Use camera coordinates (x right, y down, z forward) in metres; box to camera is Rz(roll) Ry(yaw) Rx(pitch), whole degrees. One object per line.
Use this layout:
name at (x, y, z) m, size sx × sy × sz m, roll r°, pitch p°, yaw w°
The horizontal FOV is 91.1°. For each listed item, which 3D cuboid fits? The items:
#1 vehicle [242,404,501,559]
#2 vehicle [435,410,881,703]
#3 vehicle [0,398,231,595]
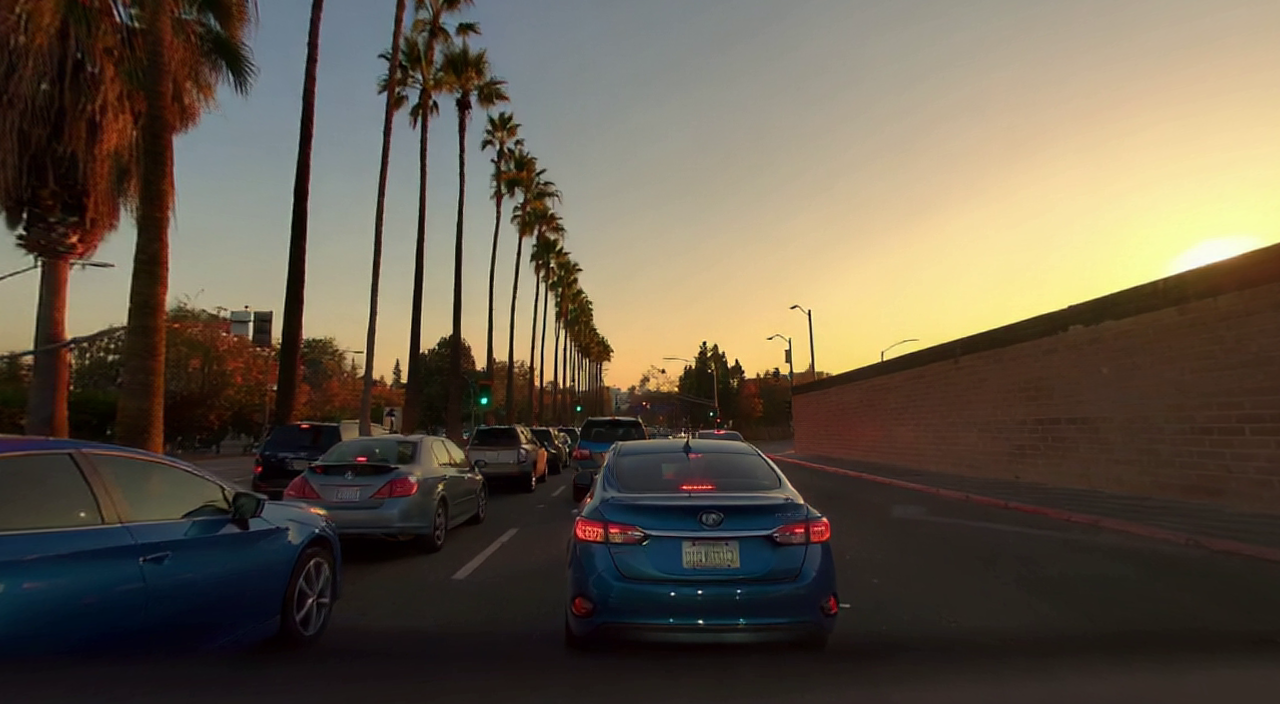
vehicle at (-3.513, 1.779, 9.276) m, size 2.055 × 1.746 × 4.136 m, roll 0°, pitch -8°, yaw -1°
vehicle at (0.045, 1.340, 5.200) m, size 2.128 × 1.473 × 4.272 m, roll 0°, pitch -8°, yaw -1°
vehicle at (-6.666, 1.406, 6.386) m, size 1.963 × 1.721 × 4.662 m, roll 0°, pitch -8°, yaw -2°
